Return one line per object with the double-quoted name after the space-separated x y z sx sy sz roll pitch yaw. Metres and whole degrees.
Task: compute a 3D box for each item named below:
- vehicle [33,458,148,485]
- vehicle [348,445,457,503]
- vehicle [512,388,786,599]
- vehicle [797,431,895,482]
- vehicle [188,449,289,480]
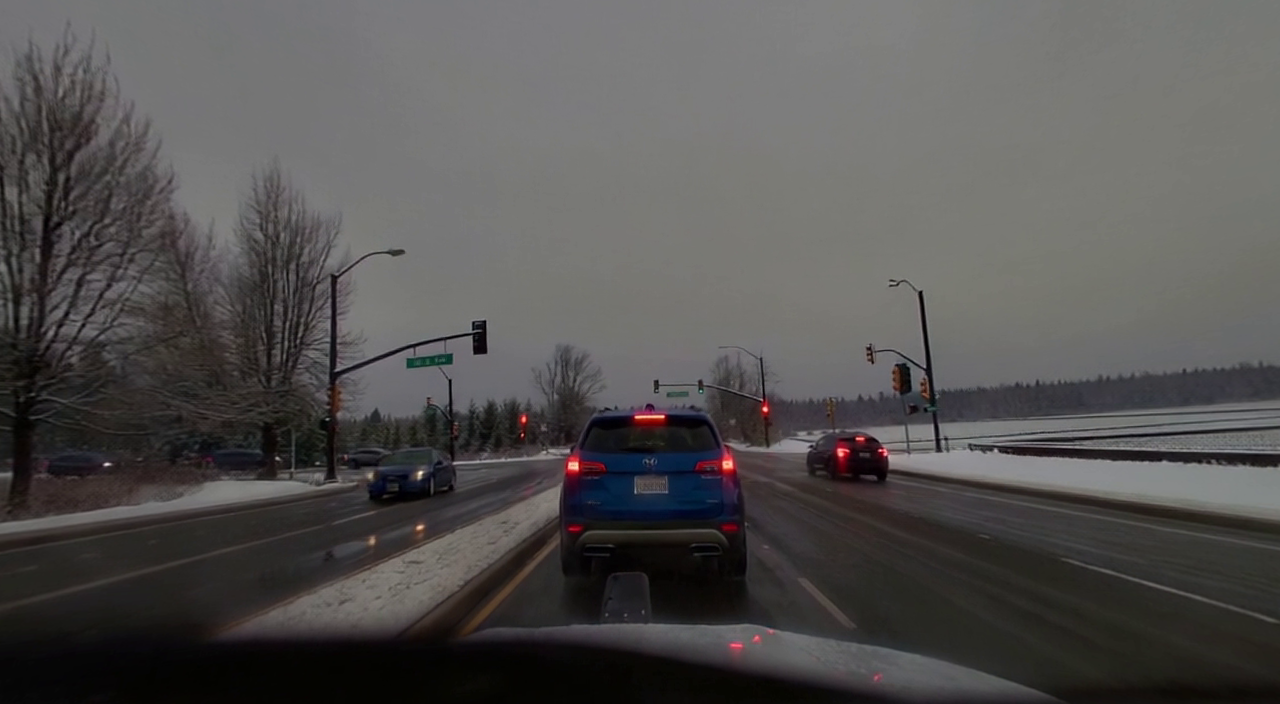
-31.679 6.880 36.446 4.559 1.458 2.265 0 -8 1 "vehicle"
-7.020 3.601 19.222 2.425 1.480 4.707 2 -9 -12 "vehicle"
0.065 1.491 7.465 2.298 1.770 4.138 0 -8 0 "vehicle"
7.138 3.669 22.401 2.012 1.636 4.352 0 -8 0 "vehicle"
-23.381 6.535 36.804 4.608 1.680 2.026 -1 -8 8 "vehicle"
